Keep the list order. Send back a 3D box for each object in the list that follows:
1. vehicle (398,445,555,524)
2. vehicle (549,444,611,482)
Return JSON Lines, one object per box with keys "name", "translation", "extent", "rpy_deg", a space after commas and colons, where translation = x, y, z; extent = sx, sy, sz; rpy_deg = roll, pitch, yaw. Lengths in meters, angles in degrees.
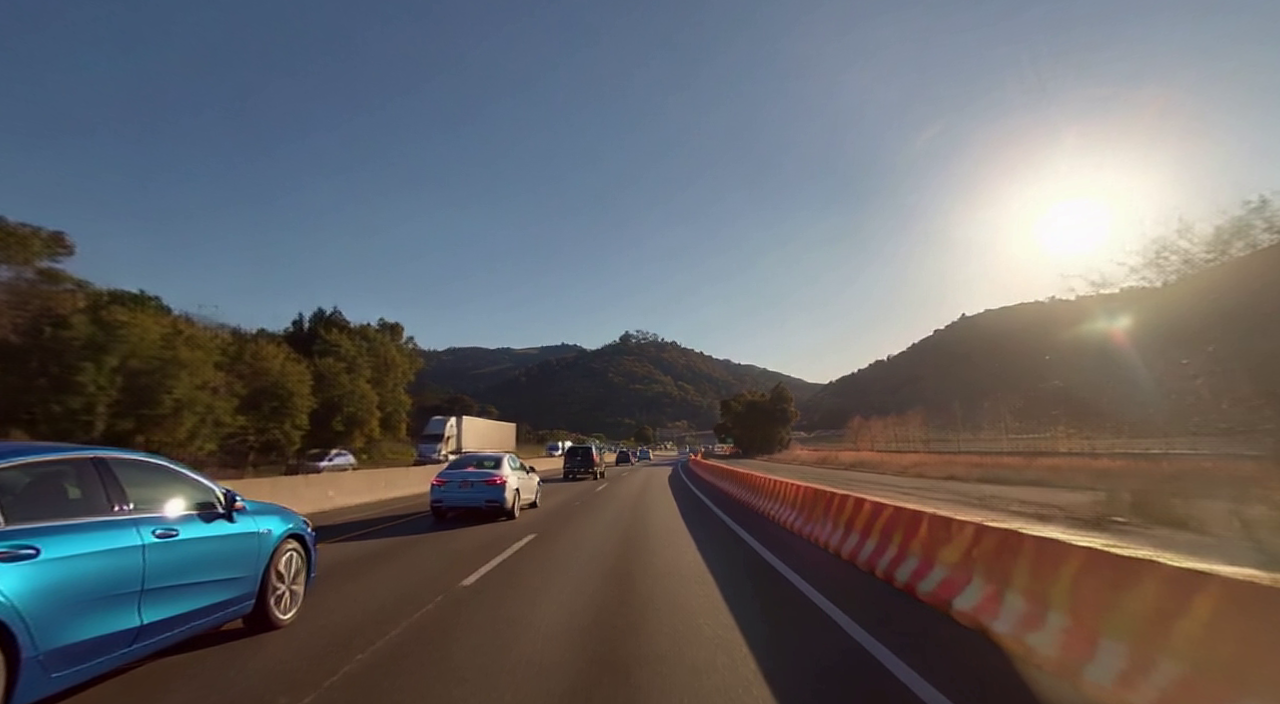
{"name": "vehicle", "translation": [-3.085, 2.602, 12.868], "extent": [2.061, 1.330, 3.928], "rpy_deg": [0, -9, 1]}
{"name": "vehicle", "translation": [-2.441, 4.664, 26.678], "extent": [2.094, 1.480, 4.124], "rpy_deg": [-1, -9, 2]}
